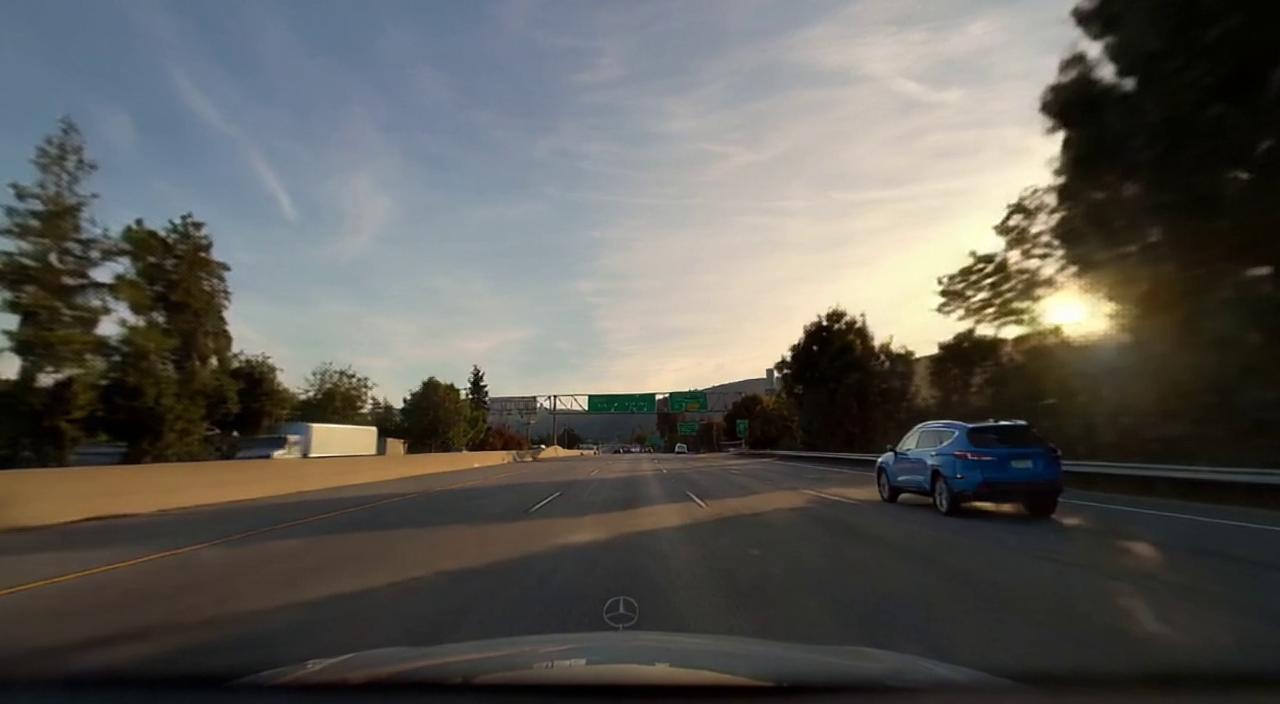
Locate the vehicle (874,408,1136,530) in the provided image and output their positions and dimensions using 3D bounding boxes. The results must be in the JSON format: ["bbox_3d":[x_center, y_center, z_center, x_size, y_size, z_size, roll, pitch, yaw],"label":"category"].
[{"bbox_3d":[6.579,2.171,12.243,2.222,1.899,4.595,0,-8,-1],"label":"vehicle"}]

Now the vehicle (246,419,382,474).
[{"bbox_3d":[-22.085,6.585,44.108,2.950,3.260,12.497,0,-8,0],"label":"vehicle"}]
